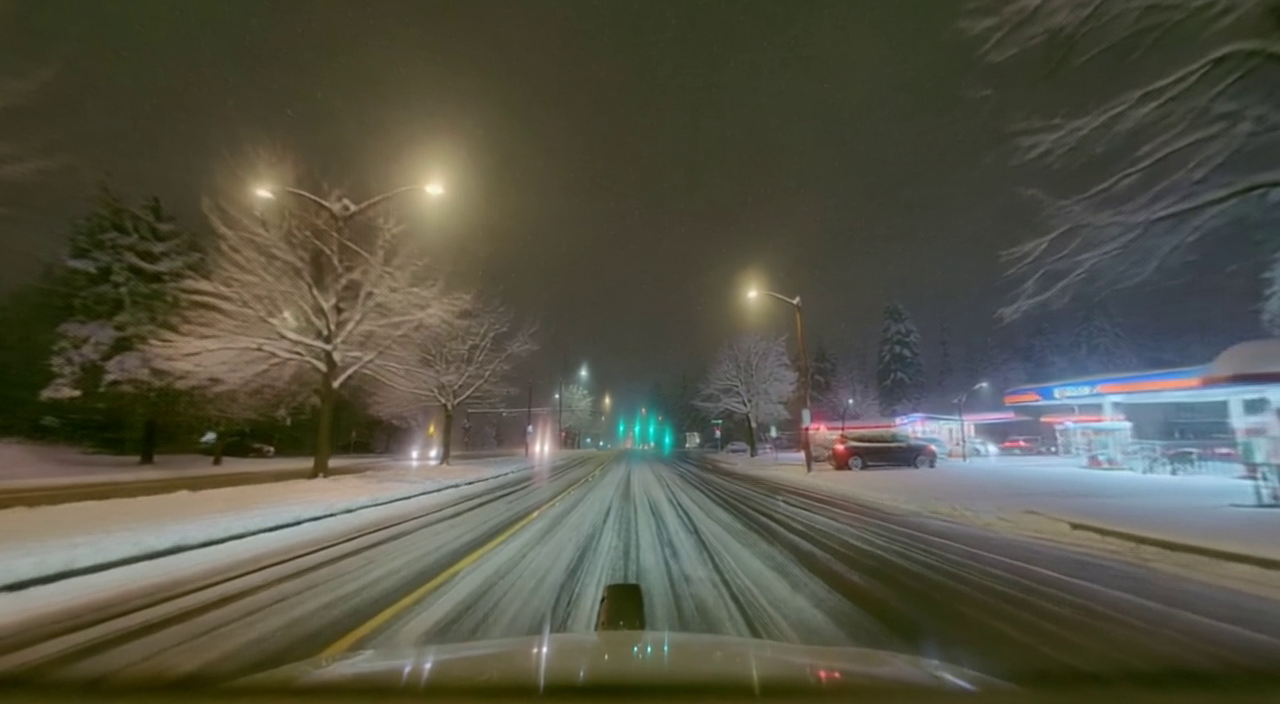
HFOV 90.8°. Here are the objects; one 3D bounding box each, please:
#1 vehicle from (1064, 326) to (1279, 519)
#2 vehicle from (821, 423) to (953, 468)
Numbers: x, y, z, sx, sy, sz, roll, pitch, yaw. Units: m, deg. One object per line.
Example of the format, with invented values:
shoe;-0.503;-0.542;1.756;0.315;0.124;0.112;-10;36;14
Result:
vehicle;14.319;1.483;12.885;9.127;3.409;2.992;1;-8;-2
vehicle;13.227;5.052;34.221;6.063;2.313;2.534;0;-8;1
